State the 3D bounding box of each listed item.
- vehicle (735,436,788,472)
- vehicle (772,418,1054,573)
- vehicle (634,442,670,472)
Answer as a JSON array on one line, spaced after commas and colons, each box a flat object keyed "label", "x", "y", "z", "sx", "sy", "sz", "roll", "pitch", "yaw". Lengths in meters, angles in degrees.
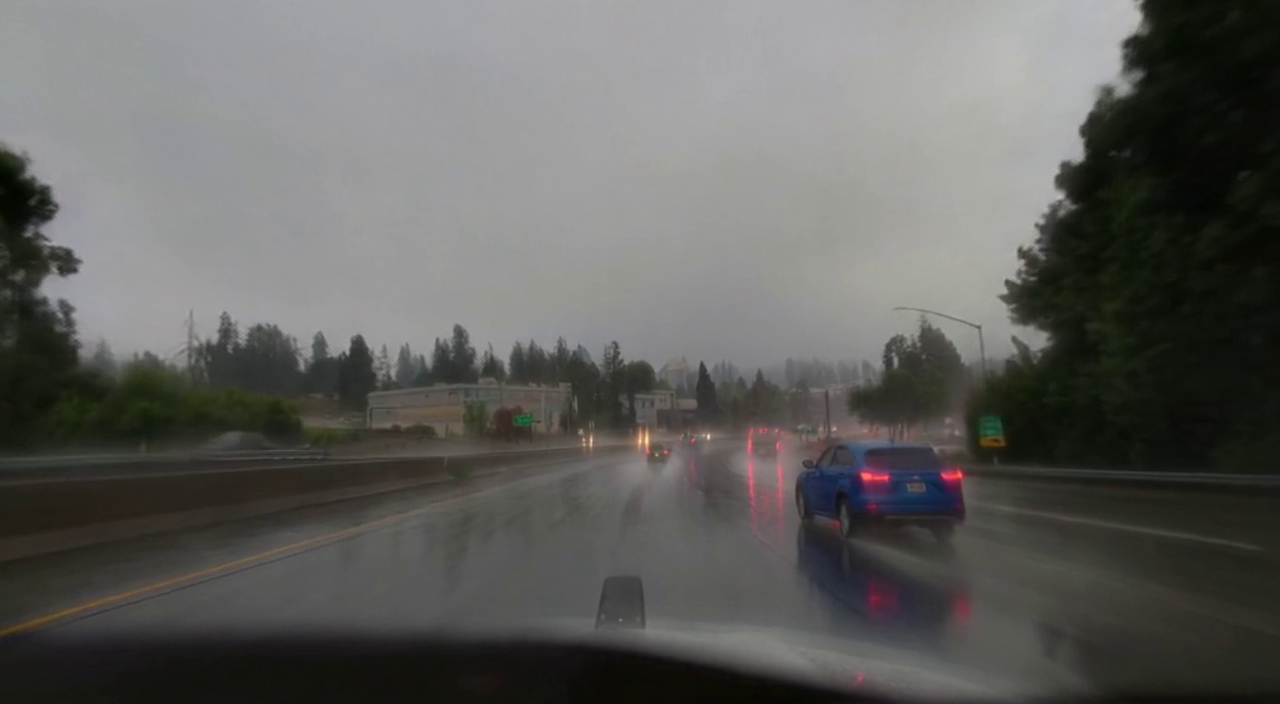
[{"label": "vehicle", "x": 8.023, "y": 6.819, "z": 42.368, "sx": 2.526, "sy": 2.230, "sz": 6.190, "roll": -1, "pitch": -9, "yaw": 2}, {"label": "vehicle", "x": 3.434, "y": 1.892, "z": 9.111, "sx": 2.097, "sy": 1.659, "sz": 4.320, "roll": 0, "pitch": -9, "yaw": 0}, {"label": "vehicle", "x": 0.827, "y": 6.752, "z": 40.882, "sx": 2.181, "sy": 1.768, "sz": 4.383, "roll": -1, "pitch": -9, "yaw": 3}]
